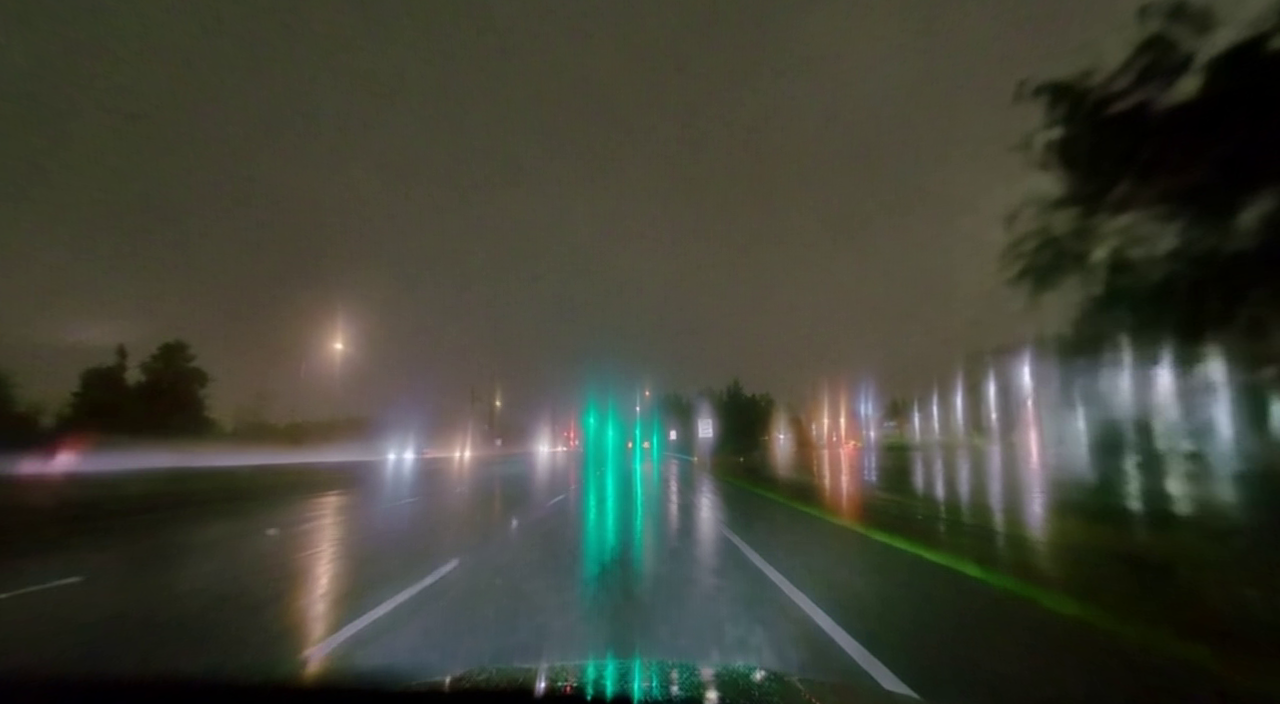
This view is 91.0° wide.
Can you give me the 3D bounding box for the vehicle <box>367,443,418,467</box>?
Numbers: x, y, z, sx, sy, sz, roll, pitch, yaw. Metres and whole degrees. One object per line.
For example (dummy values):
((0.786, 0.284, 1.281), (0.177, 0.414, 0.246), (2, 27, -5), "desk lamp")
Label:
((-19.345, 8.051, 49.406), (2.064, 1.750, 4.641), (0, -9, 0), "vehicle")
